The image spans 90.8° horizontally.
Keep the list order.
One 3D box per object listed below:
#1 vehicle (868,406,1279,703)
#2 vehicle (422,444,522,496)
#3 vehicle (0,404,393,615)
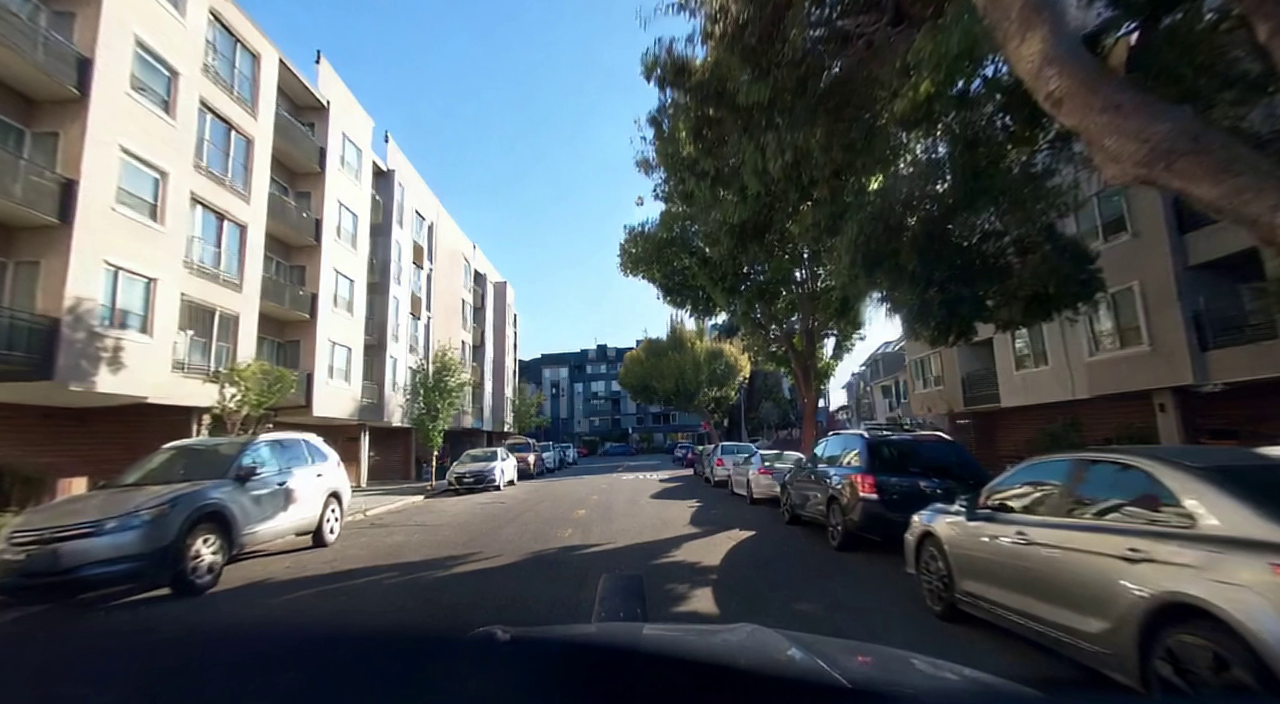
[{"bbox_3d":[3.389,1.174,3.848,2.020,1.499,4.579,1,-8,-4],"label":"vehicle"},{"bbox_3d":[-5.447,3.874,21.272,2.119,1.500,4.953,0,-8,-1],"label":"vehicle"},{"bbox_3d":[-5.432,1.782,8.316,2.244,1.849,5.306,0,-8,-1],"label":"vehicle"}]
